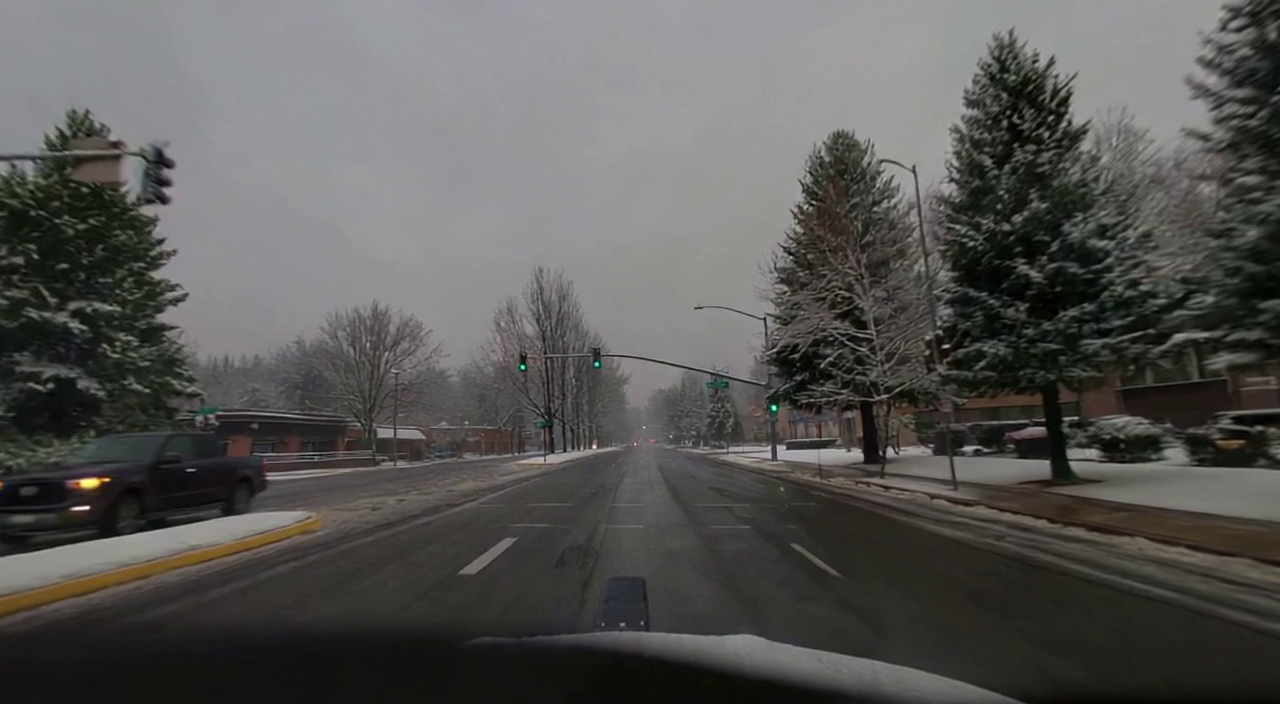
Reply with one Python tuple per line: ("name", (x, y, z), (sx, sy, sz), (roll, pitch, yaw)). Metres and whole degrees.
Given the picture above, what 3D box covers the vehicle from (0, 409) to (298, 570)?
("vehicle", (-7.270, 1.827, 9.146), (2.047, 1.734, 4.429), (0, -8, 1))
